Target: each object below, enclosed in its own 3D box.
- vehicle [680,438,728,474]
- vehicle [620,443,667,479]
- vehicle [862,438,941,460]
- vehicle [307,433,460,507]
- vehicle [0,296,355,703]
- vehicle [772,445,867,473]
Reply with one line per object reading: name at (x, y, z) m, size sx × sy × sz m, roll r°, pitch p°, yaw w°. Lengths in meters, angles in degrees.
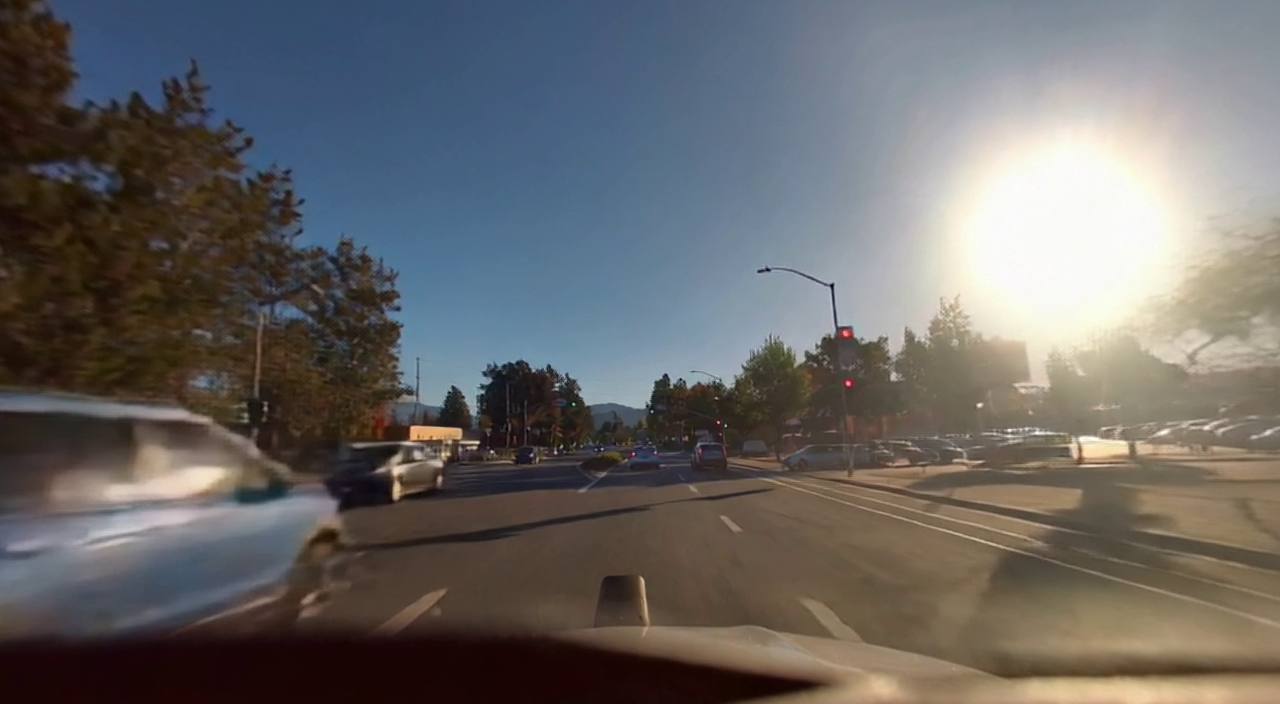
vehicle at (3.309, 5.458, 33.413) m, size 2.046 × 1.768 × 4.370 m, roll 0°, pitch -9°, yaw 0°
vehicle at (0.141, 4.697, 27.520) m, size 1.917 × 1.418 × 3.987 m, roll 0°, pitch -9°, yaw 0°
vehicle at (18.583, 6.910, 45.069) m, size 4.793 × 1.470 × 1.961 m, roll 0°, pitch -9°, yaw 1°
vehicle at (-6.433, 2.989, 16.544) m, size 2.051 × 1.634 × 4.593 m, roll 0°, pitch -8°, yaw 0°
vehicle at (-3.120, 0.749, 2.253) m, size 2.092 × 1.779 × 4.468 m, roll 0°, pitch -9°, yaw 0°
vehicle at (9.808, 5.875, 34.839) m, size 4.662 × 1.495 × 1.998 m, roll -1°, pitch -9°, yaw 5°
